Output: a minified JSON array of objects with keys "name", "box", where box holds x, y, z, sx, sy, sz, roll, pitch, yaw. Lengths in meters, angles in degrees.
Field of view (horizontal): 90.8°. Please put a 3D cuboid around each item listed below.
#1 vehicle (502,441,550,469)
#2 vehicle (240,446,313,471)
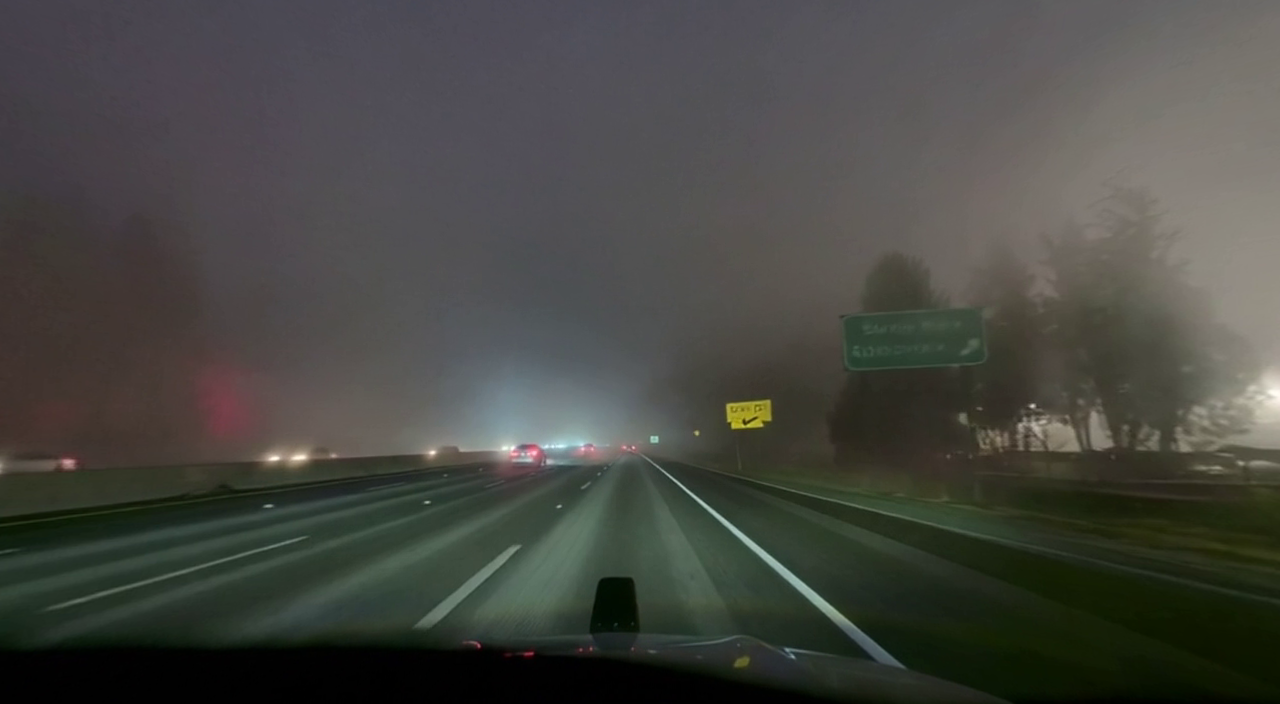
[{"name":"vehicle","box":[-6.916,6.283,38.776,2.016,1.606,4.806,0,-9,0]},{"name":"vehicle","box":[-22.780,6.677,39.839,1.942,1.506,4.477,0,-9,0]}]
